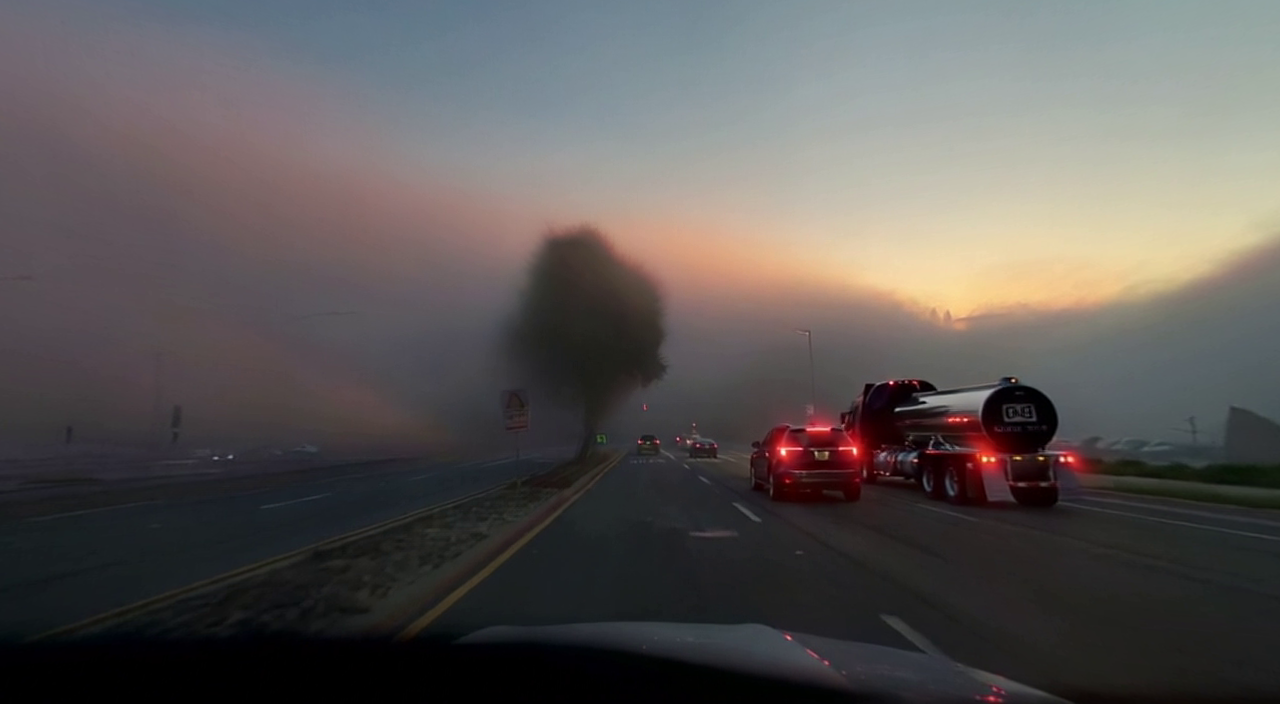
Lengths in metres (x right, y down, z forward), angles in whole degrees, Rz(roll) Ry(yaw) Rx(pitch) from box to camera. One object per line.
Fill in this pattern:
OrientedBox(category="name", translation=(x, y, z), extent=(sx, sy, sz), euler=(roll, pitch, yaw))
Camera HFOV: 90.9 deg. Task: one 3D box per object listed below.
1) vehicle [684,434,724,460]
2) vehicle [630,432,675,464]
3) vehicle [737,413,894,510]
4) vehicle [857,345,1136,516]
OrientedBox(category="vehicle", translation=(3.843, 5.818, 38.530), extent=(1.917, 1.475, 4.081), euler=(0, -8, -1))
OrientedBox(category="vehicle", translation=(0.607, 4.901, 32.295), extent=(2.148, 1.488, 4.002), euler=(0, -8, 0))
OrientedBox(category="vehicle", translation=(3.517, 2.305, 13.666), extent=(2.045, 1.729, 4.532), euler=(0, -8, -1))
OrientedBox(category="vehicle", translation=(7.806, 1.920, 15.092), extent=(2.849, 3.207, 6.275), euler=(0, -8, -1))
